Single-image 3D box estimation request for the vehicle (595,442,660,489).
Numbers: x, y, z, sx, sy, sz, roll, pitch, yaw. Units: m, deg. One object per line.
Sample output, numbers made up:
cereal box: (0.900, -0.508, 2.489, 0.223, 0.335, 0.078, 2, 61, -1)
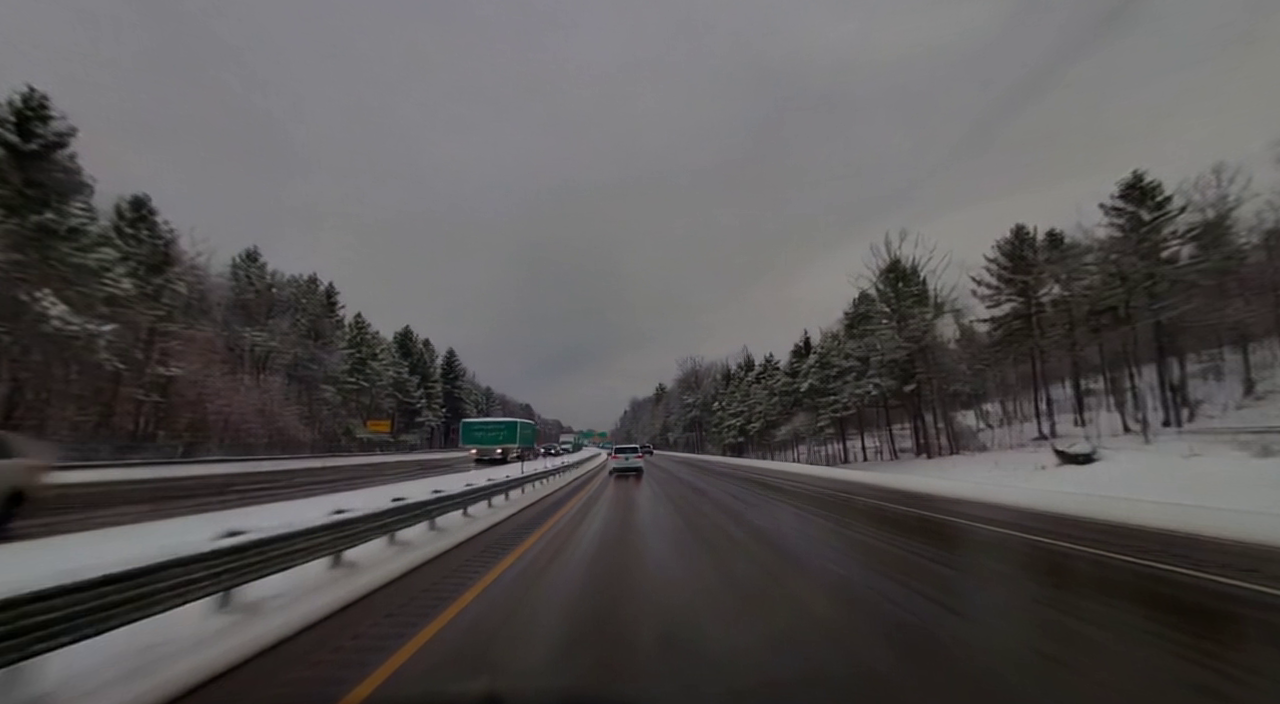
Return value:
vehicle: (-0.421, 4.019, 22.654, 2.114, 1.523, 4.012, 0, -9, -1)
